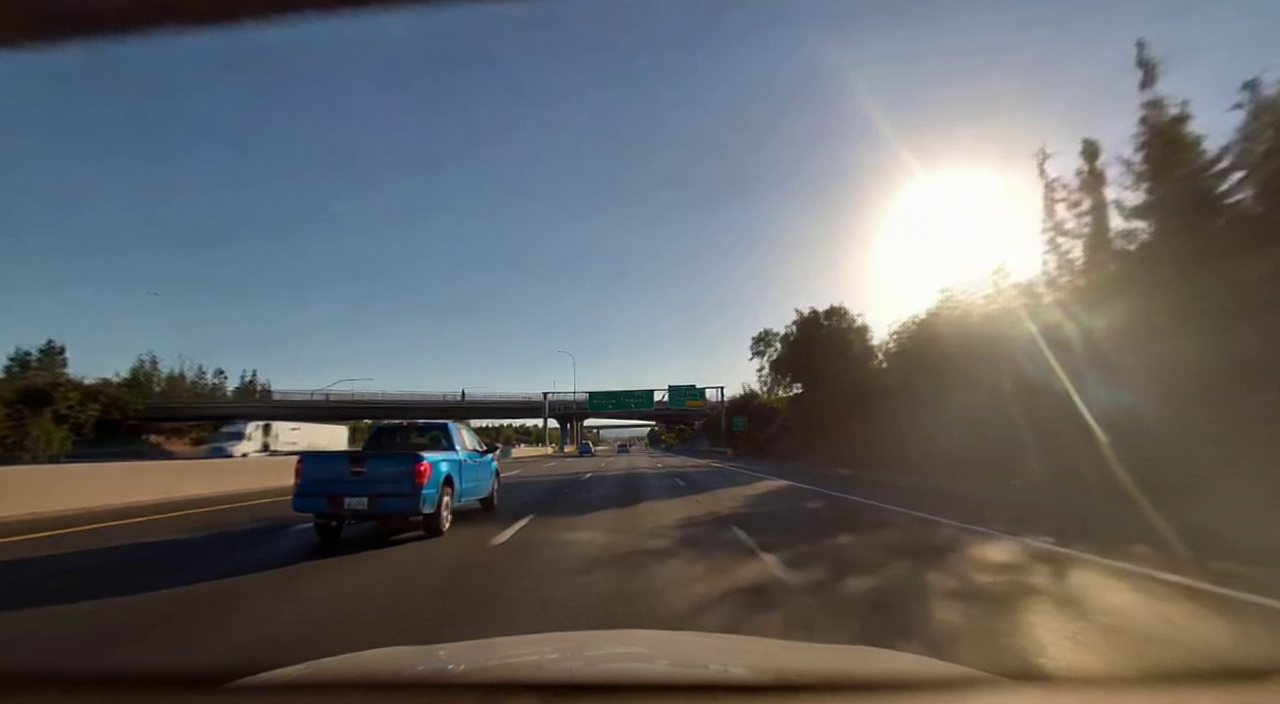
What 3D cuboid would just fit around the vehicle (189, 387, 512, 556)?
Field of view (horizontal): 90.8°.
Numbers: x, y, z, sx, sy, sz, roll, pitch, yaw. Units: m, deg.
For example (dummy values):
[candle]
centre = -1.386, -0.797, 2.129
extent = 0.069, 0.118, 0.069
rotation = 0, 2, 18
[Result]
[vehicle]
centre = -4.067, 1.845, 10.569
extent = 2.529, 2.003, 5.904
rotation = 0, -8, 1
